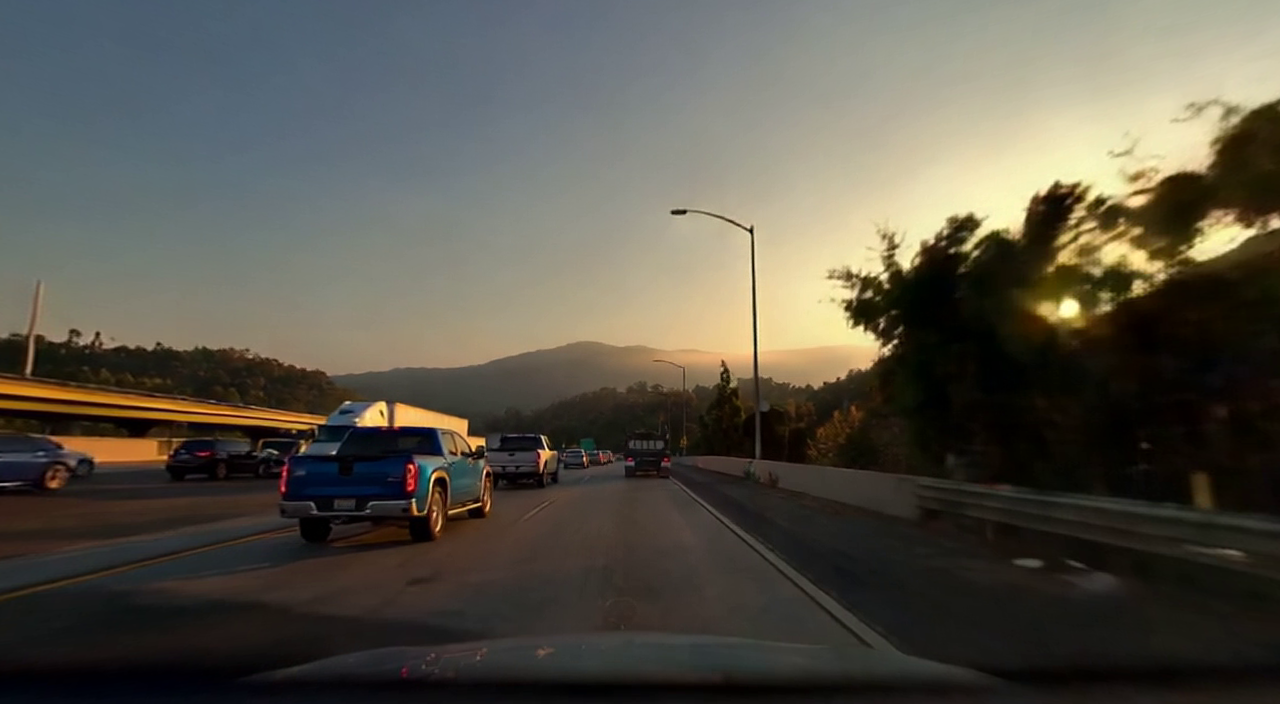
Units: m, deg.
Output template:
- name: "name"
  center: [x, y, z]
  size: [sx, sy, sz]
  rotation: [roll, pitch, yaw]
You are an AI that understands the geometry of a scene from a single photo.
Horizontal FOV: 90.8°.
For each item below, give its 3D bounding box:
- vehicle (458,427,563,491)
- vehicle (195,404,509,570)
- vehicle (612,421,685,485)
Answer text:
- name: "vehicle"
  center: [-4.423, 3.786, 22.758]
  size: [2.575, 1.958, 5.730]
  rotation: [0, -8, 0]
- name: "vehicle"
  center: [-3.747, 1.877, 9.637]
  size: [2.303, 1.835, 5.044]
  rotation: [-1, -8, 1]
- name: "vehicle"
  center: [0.227, 4.574, 28.967]
  size: [2.886, 2.471, 7.692]
  rotation: [0, -8, -1]
